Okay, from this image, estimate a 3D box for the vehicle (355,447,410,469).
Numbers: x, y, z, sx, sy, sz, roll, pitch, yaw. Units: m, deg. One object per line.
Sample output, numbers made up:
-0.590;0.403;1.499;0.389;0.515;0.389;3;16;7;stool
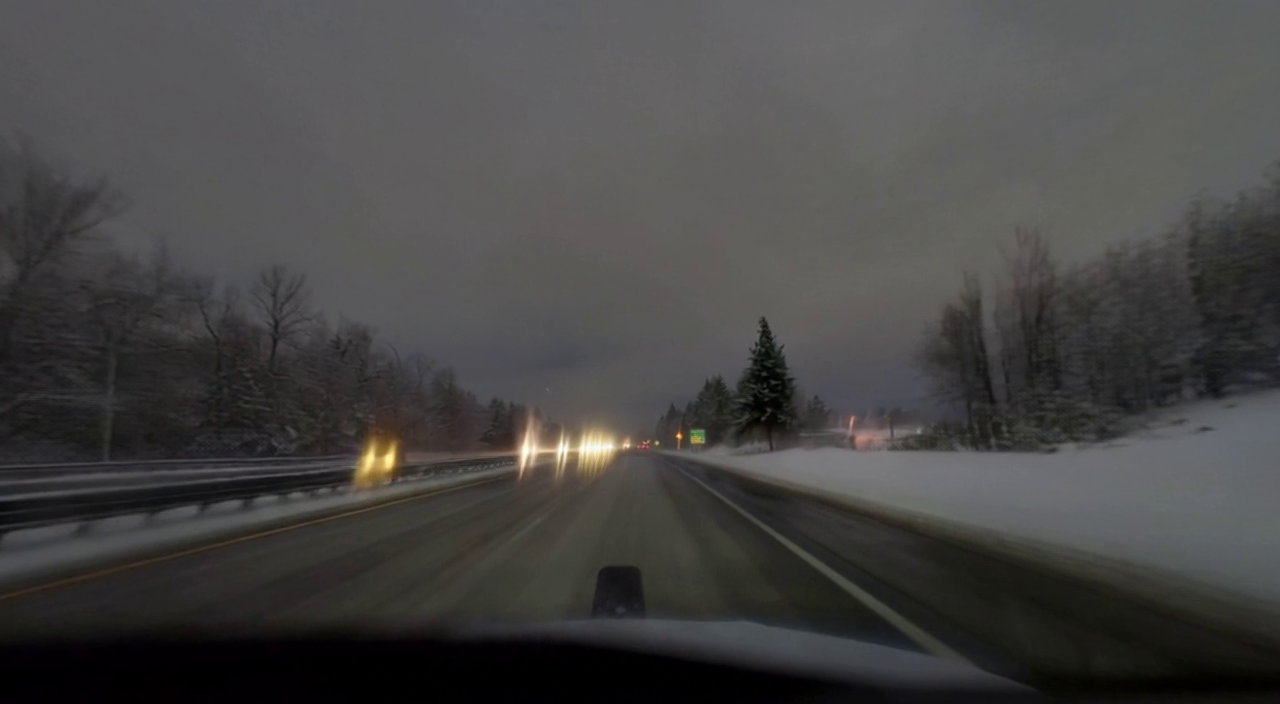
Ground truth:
-19.127;7.900;46.986;1.960;1.519;4.654;0;-9;2;vehicle
